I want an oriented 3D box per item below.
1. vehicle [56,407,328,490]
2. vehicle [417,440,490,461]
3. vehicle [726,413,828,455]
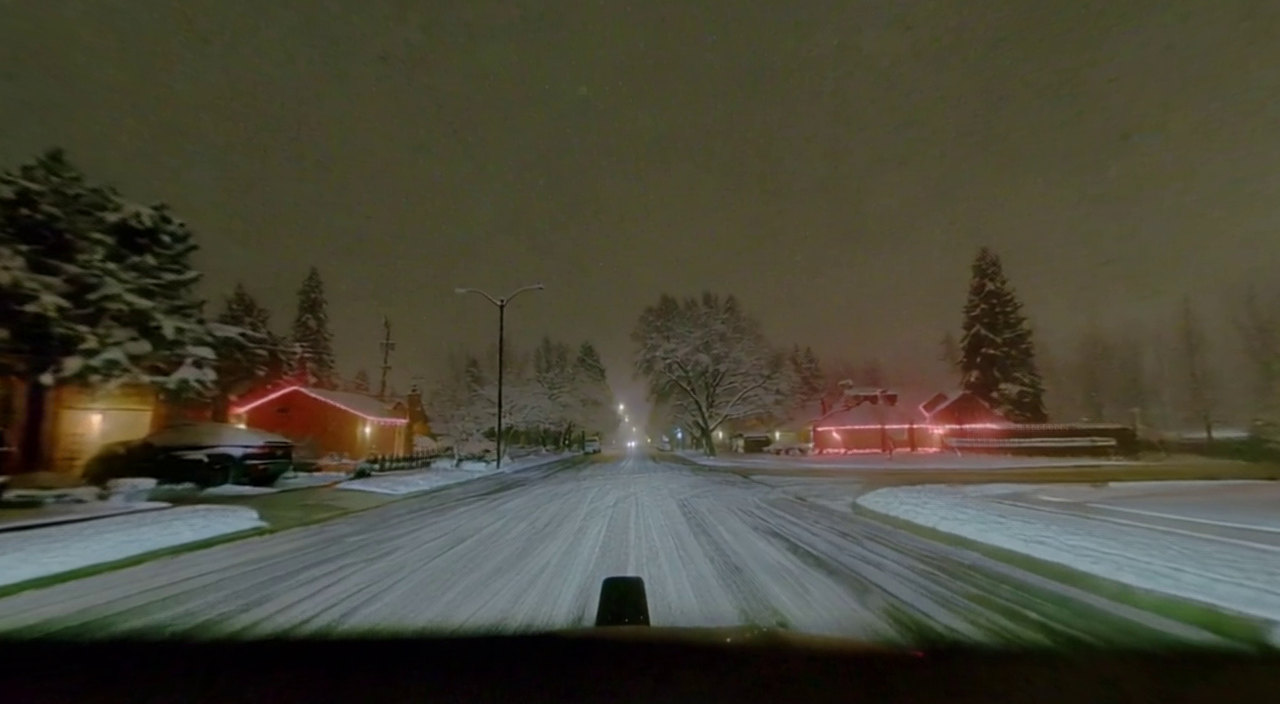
[{"bbox_3d":[-13.009,2.875,18.790,5.946,2.048,2.595,3,-8,-3],"label":"vehicle"},{"bbox_3d":[-13.816,7.322,46.899,4.764,1.514,1.912,0,-8,-1],"label":"vehicle"},{"bbox_3d":[10.697,6.462,49.611,7.362,3.227,2.674,0,-8,-2],"label":"vehicle"}]
